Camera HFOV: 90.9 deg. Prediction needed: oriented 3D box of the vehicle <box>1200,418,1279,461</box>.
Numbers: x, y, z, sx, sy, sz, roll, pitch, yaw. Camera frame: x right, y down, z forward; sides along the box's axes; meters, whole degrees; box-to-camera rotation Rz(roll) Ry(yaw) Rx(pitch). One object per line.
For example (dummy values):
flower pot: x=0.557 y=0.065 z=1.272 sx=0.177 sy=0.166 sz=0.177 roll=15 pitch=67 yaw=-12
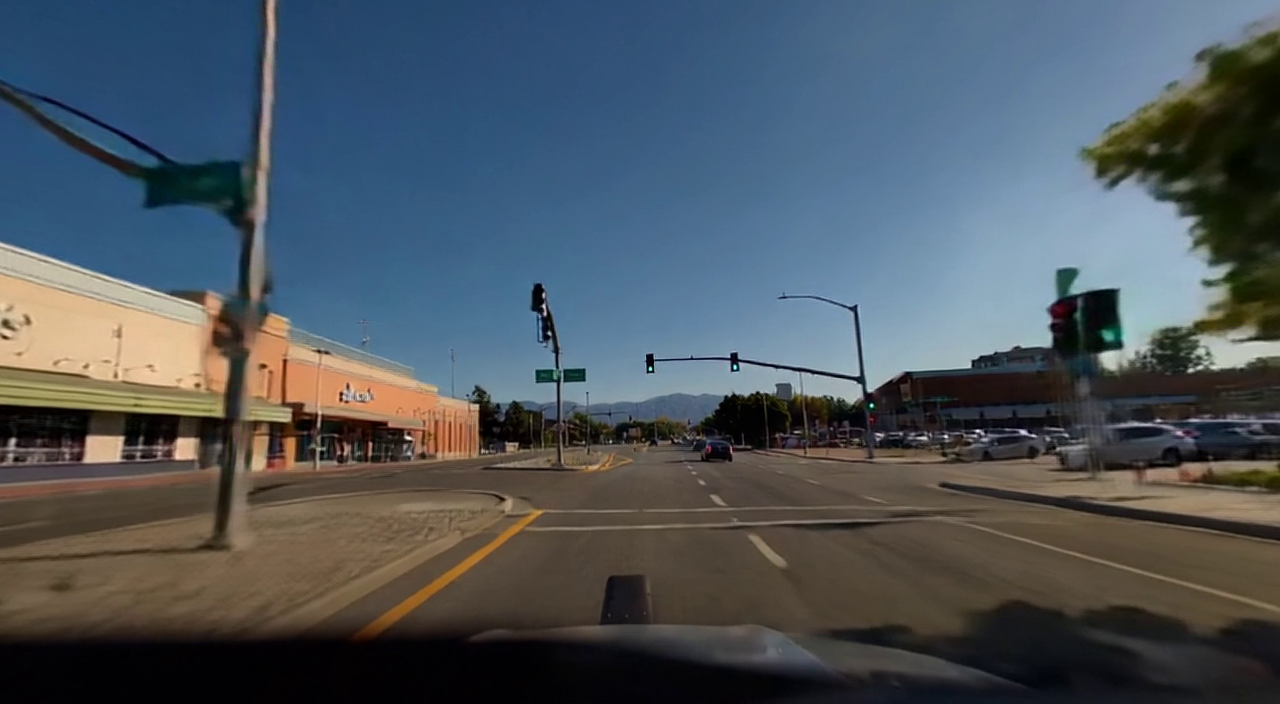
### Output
vehicle: x=26.977 y=3.751 z=26.980 sx=4.280 sy=1.734 sz=1.964 roll=1 pitch=-8 yaw=-6

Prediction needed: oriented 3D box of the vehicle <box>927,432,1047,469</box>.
vehicle: x=16.657 y=4.752 z=30.470 sx=4.491 sy=1.702 sz=2.094 roll=-1 pitch=-8 yaw=7

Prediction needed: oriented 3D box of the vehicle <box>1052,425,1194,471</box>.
vehicle: x=20.484 y=4.074 z=26.854 sx=4.341 sy=1.845 sz=1.984 roll=0 pitch=-8 yaw=0

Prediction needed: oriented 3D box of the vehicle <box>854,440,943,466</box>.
vehicle: x=15.344 y=5.981 z=37.515 sx=4.581 sy=1.434 sz=1.893 roll=-5 pitch=-10 yaw=31

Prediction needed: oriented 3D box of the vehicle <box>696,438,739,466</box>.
vehicle: x=4.497 y=5.906 z=37.308 sx=2.038 sy=1.528 sz=4.259 roll=0 pitch=-8 yaw=1
